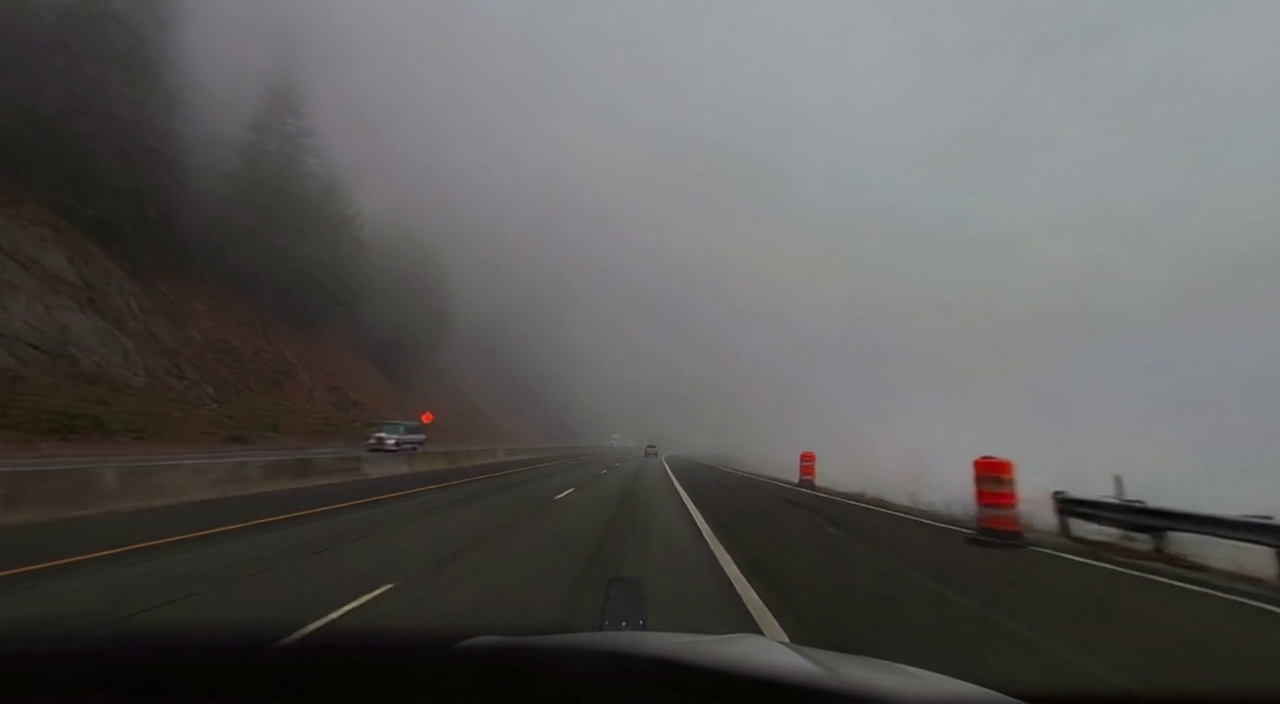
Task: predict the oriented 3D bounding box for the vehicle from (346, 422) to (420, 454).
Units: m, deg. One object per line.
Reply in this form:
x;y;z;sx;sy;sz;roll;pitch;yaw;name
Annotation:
-17.149;5.847;42.529;2.266;1.970;5.815;-1;-9;3;vehicle
